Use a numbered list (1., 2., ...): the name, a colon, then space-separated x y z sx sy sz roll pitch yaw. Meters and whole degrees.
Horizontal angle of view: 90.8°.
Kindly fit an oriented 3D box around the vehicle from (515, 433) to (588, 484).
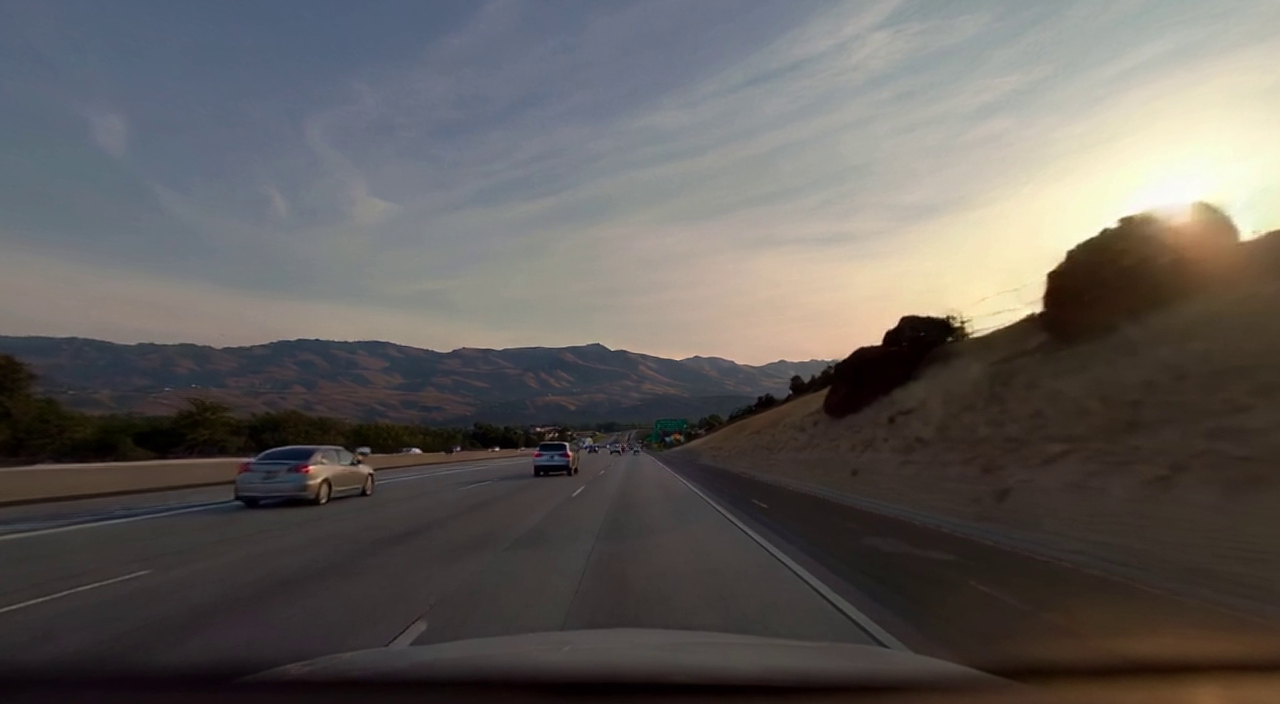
1. vehicle: -3.241 4.024 24.169 2.029 1.753 4.718 0 -9 1

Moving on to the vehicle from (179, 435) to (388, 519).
1. vehicle: -7.431 2.632 13.855 1.930 1.508 4.567 0 -9 0
